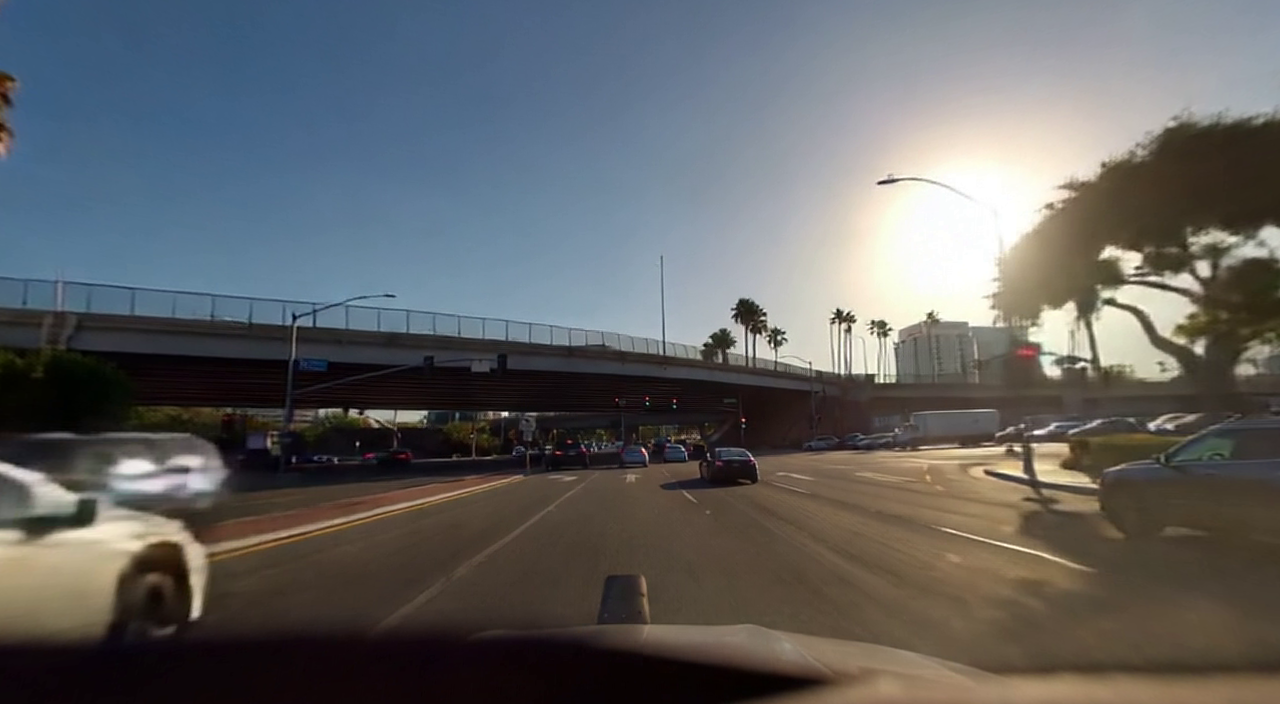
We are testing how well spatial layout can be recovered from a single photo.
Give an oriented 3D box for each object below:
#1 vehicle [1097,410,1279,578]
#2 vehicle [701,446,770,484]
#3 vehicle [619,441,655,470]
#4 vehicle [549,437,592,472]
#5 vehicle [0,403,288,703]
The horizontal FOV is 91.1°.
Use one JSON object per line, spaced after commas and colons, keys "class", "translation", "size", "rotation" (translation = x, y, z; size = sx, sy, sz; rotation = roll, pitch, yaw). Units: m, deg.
{"class": "vehicle", "translation": [7.329, 1.460, 6.563], "size": [1.964, 1.647, 4.114], "rotation": [0, -8, 0]}
{"class": "vehicle", "translation": [3.824, 4.587, 25.872], "size": [2.156, 1.404, 4.120], "rotation": [0, -9, 0]}
{"class": "vehicle", "translation": [-0.218, 6.574, 40.058], "size": [2.172, 1.694, 4.055], "rotation": [0, -9, 0]}
{"class": "vehicle", "translation": [-4.524, 6.499, 39.979], "size": [2.485, 2.012, 5.498], "rotation": [1, -9, -9]}
{"class": "vehicle", "translation": [-3.621, 0.968, 2.529], "size": [2.111, 1.506, 4.018], "rotation": [0, -9, -1]}
